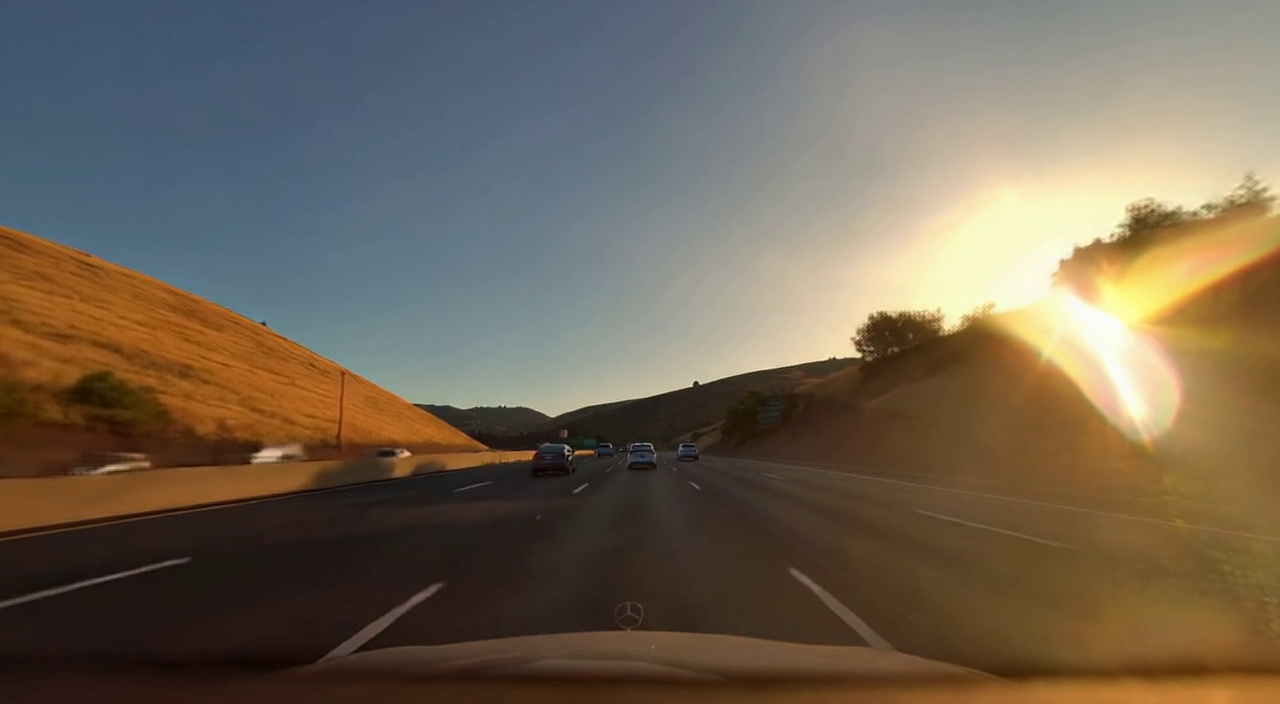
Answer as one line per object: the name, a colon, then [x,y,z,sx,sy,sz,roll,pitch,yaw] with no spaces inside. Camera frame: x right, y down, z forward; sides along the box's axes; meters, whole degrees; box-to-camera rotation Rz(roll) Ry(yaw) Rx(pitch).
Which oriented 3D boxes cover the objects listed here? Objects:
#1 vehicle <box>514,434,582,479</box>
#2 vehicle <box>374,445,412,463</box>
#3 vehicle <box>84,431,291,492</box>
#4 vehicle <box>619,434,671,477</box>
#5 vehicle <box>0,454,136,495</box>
vehicle: [-3.694,4.302,26.138,2.076,1.690,4.113,0,-8,1]
vehicle: [-18.800,7.760,48.030,1.520,1.343,3.294,0,-9,1]
vehicle: [-16.149,3.956,23.254,2.919,1.917,6.330,0,-8,0]
vehicle: [0.204,4.464,27.395,2.086,1.685,4.206,0,-8,0]
vehicle: [-23.668,4.927,25.740,2.388,1.465,4.513,0,-8,1]
